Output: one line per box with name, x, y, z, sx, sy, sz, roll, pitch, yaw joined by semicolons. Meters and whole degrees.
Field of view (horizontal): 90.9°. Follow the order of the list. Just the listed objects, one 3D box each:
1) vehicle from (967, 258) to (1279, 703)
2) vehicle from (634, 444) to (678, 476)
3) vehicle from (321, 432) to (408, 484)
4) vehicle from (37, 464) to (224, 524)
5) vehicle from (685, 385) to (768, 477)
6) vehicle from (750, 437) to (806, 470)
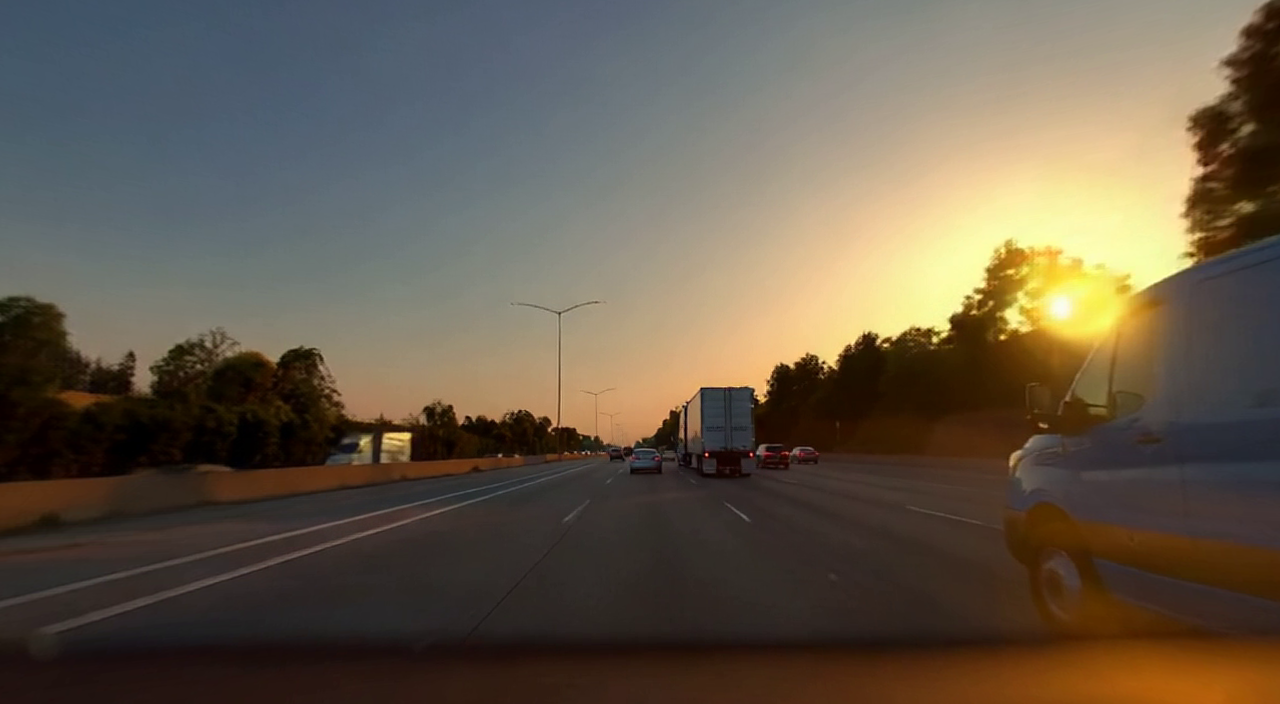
vehicle;3.770;0.546;1.890;2.441;2.017;5.739;0;-9;0
vehicle;0.728;5.434;31.898;2.063;1.469;4.208;0;-9;0
vehicle;-19.173;7.409;44.442;2.785;3.296;6.892;0;-9;1
vehicle;-15.557;4.332;19.703;1.865;1.500;4.707;0;-9;1
vehicle;4.330;4.489;34.611;2.821;4.077;12.562;0;-9;0
vehicle;7.860;5.844;36.365;2.144;1.769;4.540;0;-9;-1
